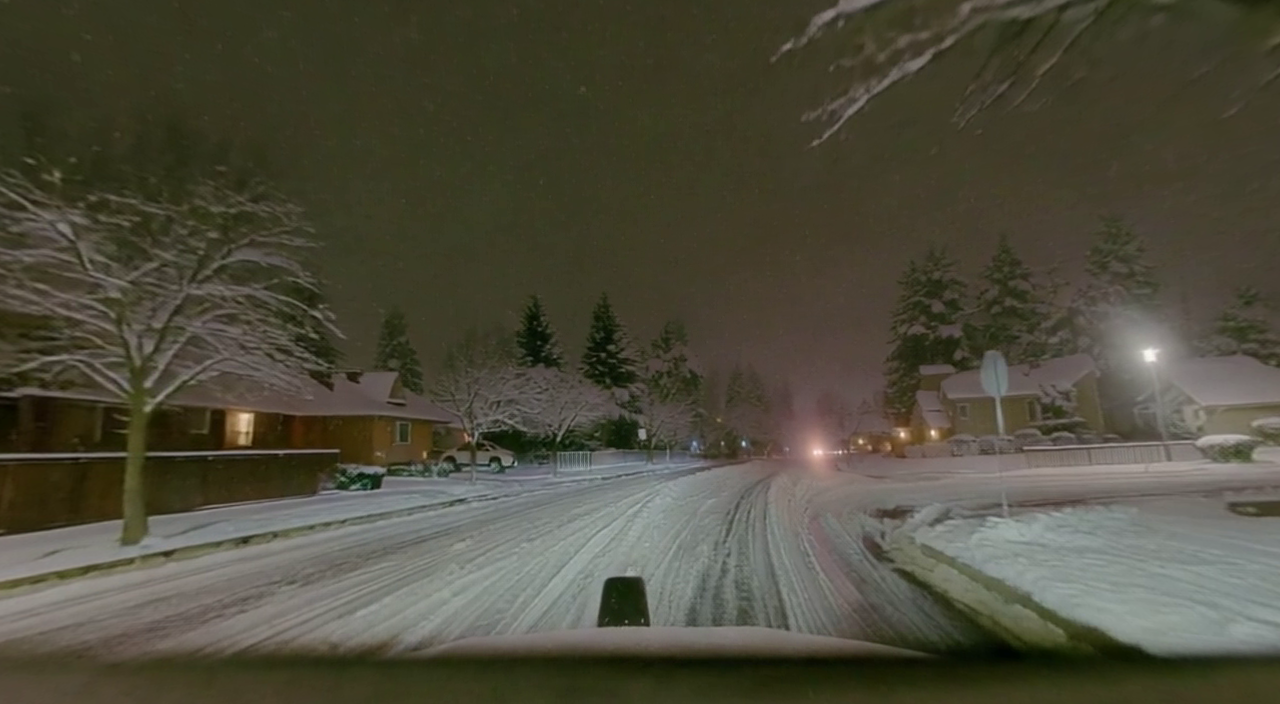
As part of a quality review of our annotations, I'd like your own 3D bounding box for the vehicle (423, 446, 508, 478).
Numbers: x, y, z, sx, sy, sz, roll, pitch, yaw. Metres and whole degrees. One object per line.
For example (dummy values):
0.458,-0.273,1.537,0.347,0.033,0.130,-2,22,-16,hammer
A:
-9.405,5.964,34.287,4.252,1.681,1.854,2,-9,-10,vehicle
